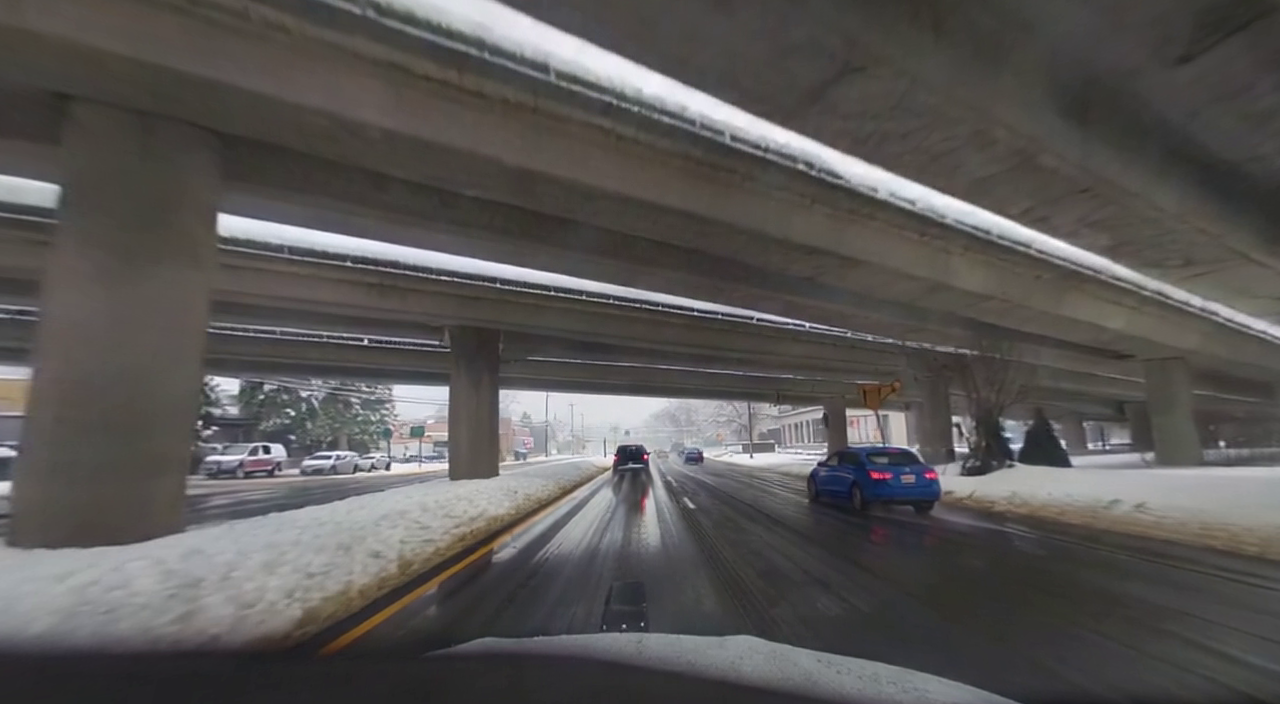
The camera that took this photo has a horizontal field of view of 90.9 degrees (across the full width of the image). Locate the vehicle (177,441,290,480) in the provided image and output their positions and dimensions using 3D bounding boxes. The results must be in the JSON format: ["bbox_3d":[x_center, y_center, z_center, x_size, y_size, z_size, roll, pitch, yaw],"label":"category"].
[{"bbox_3d":[-25.271,6.769,39.692,2.510,2.180,7.492,0,-9,-4],"label":"vehicle"}]

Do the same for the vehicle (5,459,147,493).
[{"bbox_3d":[-26.916,5.909,30.305,4.582,1.429,1.962,3,-9,-20],"label":"vehicle"}]

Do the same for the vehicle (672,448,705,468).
[{"bbox_3d":[3.627,7.988,47.707,2.126,1.375,4.241,0,-9,-1],"label":"vehicle"}]

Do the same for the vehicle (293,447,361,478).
[{"bbox_3d":[-19.618,6.932,39.727,1.989,1.820,4.427,0,-9,-1],"label":"vehicle"}]

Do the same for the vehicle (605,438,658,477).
[{"bbox_3d":[-0.379,5.251,31.588,2.441,1.813,4.581,0,-9,0],"label":"vehicle"}]

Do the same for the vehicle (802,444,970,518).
[{"bbox_3d":[5.582,2.963,15.091,1.954,1.479,4.557,0,-9,-3],"label":"vehicle"}]

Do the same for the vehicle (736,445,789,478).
[{"bbox_3d":[6.559,5.887,34.286,1.974,1.663,4.299,0,-9,-1],"label":"vehicle"}]
